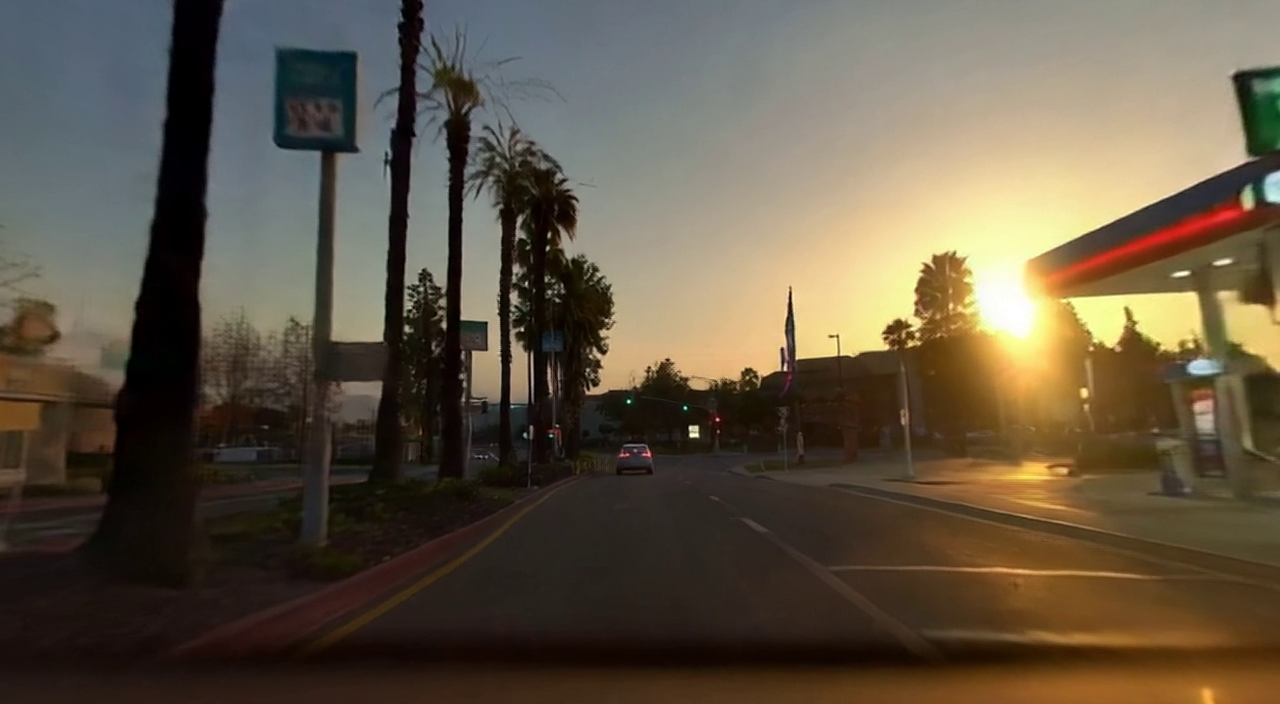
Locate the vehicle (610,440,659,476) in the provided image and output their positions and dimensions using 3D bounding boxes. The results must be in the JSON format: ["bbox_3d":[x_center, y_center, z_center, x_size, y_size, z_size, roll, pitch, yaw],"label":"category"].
[{"bbox_3d":[-0.291,4.914,29.391,2.073,1.525,4.809,0,-9,-1],"label":"vehicle"}]
